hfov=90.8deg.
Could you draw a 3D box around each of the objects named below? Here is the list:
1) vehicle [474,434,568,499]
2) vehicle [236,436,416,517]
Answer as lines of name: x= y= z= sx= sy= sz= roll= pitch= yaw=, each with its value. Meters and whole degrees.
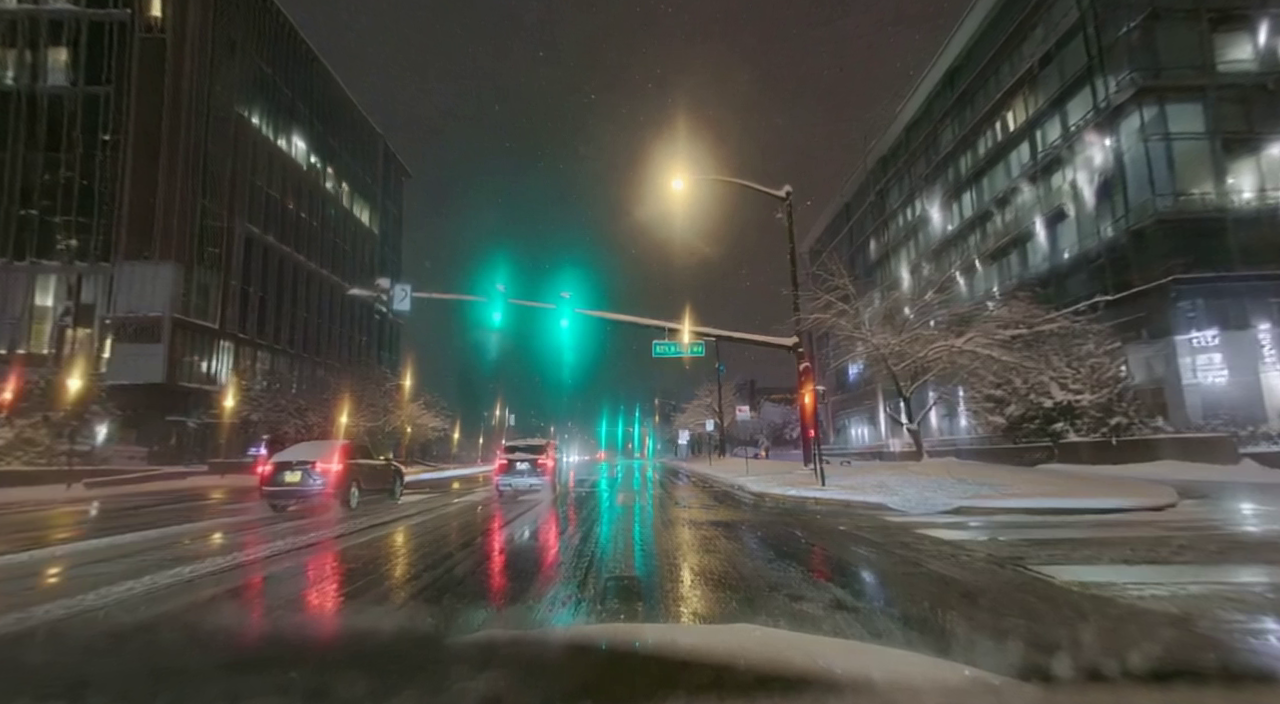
vehicle: x=-3.418 y=3.369 z=19.005 sx=2.052 sy=1.729 sz=4.195 roll=0 pitch=-8 yaw=-1
vehicle: x=-7.129 y=2.835 z=15.019 sx=1.909 sy=1.605 sz=4.561 roll=0 pitch=-8 yaw=0
